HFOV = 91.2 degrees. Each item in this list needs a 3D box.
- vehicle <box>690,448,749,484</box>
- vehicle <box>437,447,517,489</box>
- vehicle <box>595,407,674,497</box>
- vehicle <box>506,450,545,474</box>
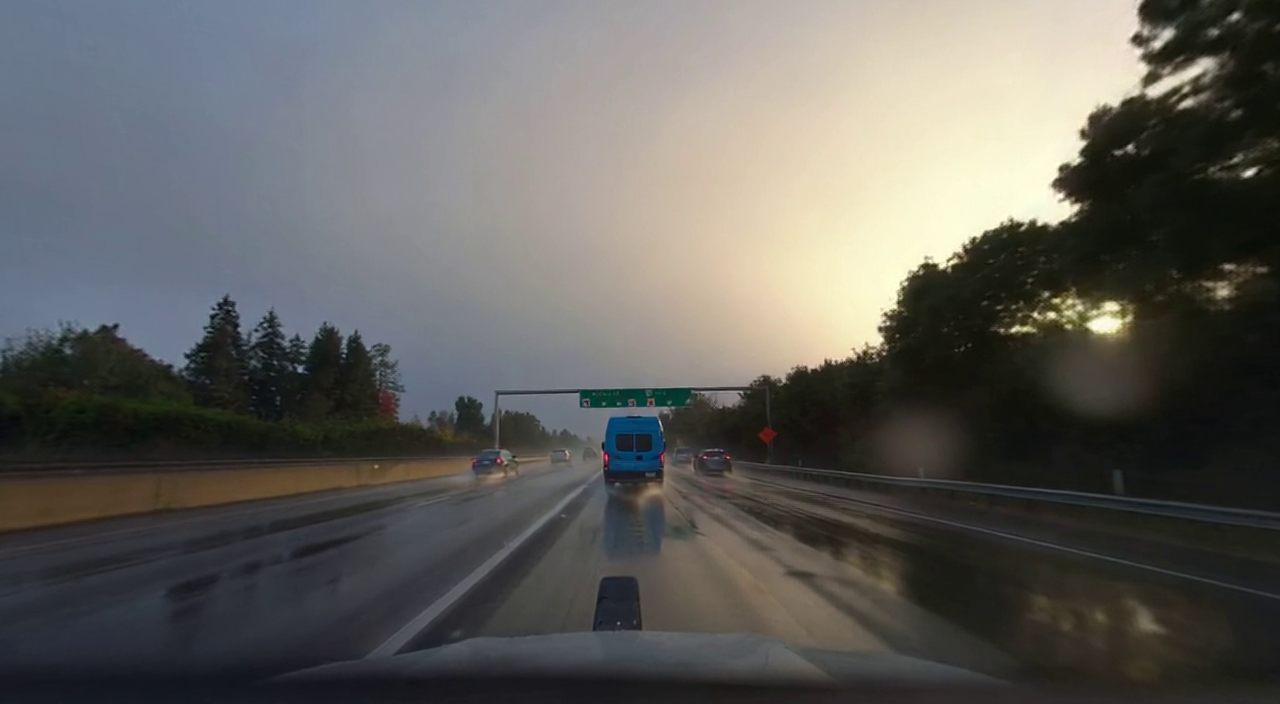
[{"bbox_3d":[3.506,5.130,28.502,2.015,1.491,4.732,0,-9,-1],"label":"vehicle"},{"bbox_3d":[-6.492,4.669,25.519,2.003,1.498,4.386,-1,-9,1],"label":"vehicle"},{"bbox_3d":[-0.245,3.303,20.788,2.268,2.551,5.144,0,-9,-2],"label":"vehicle"},{"bbox_3d":[-7.651,7.388,42.237,2.026,1.506,4.102,0,-9,-2],"label":"vehicle"}]
